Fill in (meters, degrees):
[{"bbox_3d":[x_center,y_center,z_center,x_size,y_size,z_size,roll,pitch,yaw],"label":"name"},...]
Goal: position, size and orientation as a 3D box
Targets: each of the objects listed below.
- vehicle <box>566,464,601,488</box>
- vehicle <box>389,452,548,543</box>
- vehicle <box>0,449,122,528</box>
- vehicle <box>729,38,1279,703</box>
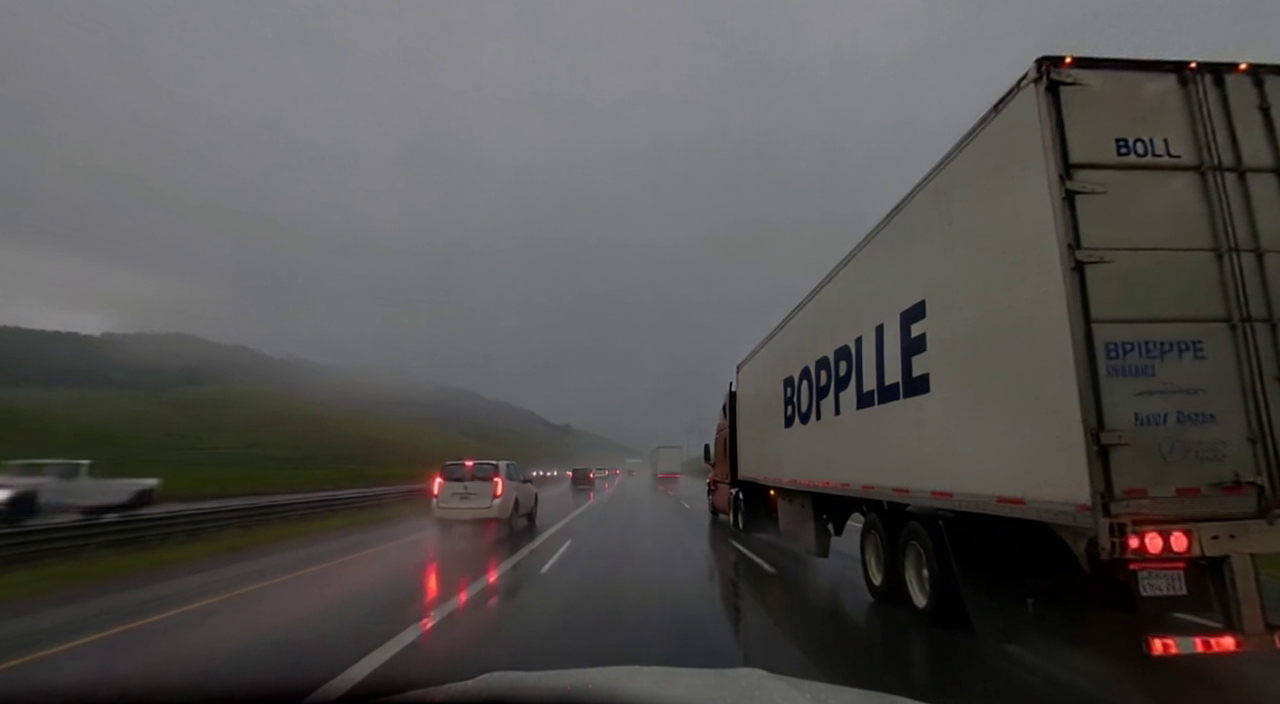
[{"bbox_3d":[-4.049,9.052,46.106,2.088,1.566,4.853,1,-11,0],"label":"vehicle"},{"bbox_3d":[-3.277,2.912,13.055,2.021,1.505,4.286,1,-11,1],"label":"vehicle"},{"bbox_3d":[-15.867,3.344,15.610,2.034,1.807,4.614,1,-11,0],"label":"vehicle"},{"bbox_3d":[4.007,1.302,10.564,2.839,4.062,14.051,1,-11,-1],"label":"vehicle"}]
